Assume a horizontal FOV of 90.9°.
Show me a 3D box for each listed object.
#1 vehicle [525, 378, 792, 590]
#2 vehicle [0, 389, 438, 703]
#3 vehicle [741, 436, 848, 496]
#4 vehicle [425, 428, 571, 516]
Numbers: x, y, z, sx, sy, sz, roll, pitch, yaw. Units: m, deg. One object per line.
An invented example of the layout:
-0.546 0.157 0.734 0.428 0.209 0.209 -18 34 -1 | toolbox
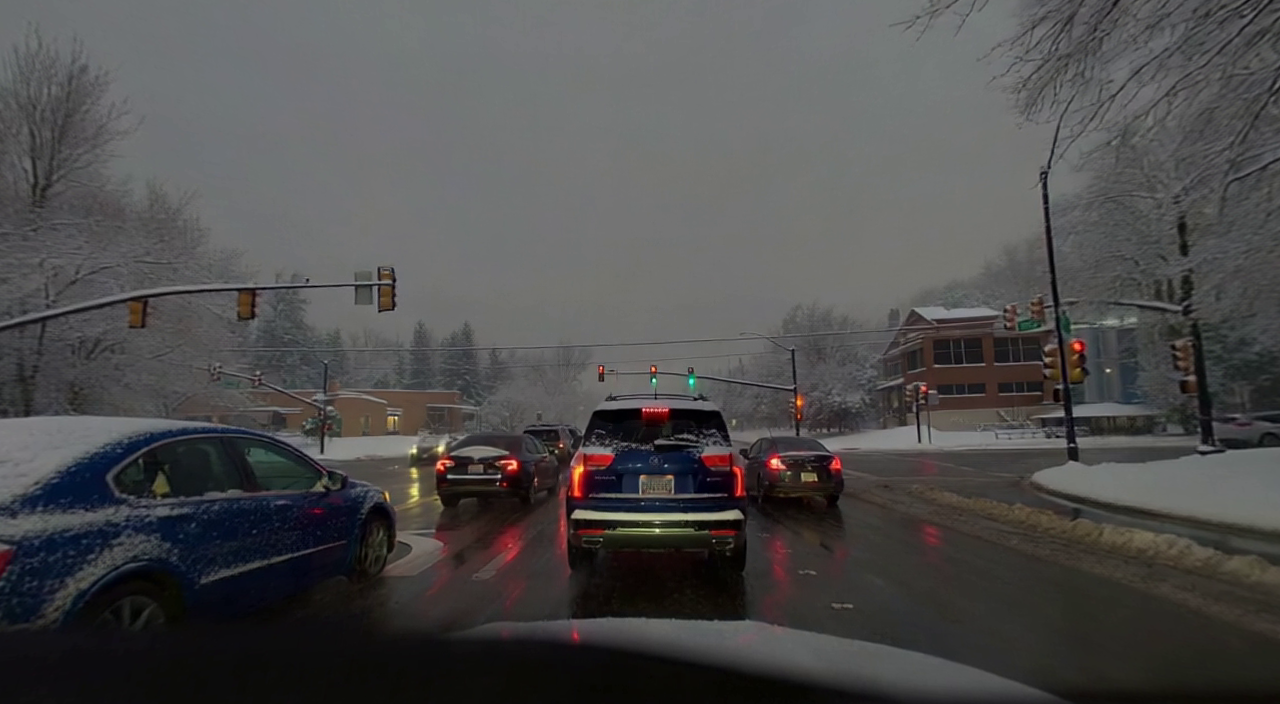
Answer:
0.206 1.451 7.700 2.300 1.832 4.331 0 -8 1 | vehicle
-3.224 1.201 4.425 1.958 1.494 4.624 0 -8 2 | vehicle
4.080 3.062 17.352 1.979 1.453 4.011 0 -8 1 | vehicle
-2.700 2.385 13.055 1.851 1.502 4.042 0 -8 4 | vehicle
